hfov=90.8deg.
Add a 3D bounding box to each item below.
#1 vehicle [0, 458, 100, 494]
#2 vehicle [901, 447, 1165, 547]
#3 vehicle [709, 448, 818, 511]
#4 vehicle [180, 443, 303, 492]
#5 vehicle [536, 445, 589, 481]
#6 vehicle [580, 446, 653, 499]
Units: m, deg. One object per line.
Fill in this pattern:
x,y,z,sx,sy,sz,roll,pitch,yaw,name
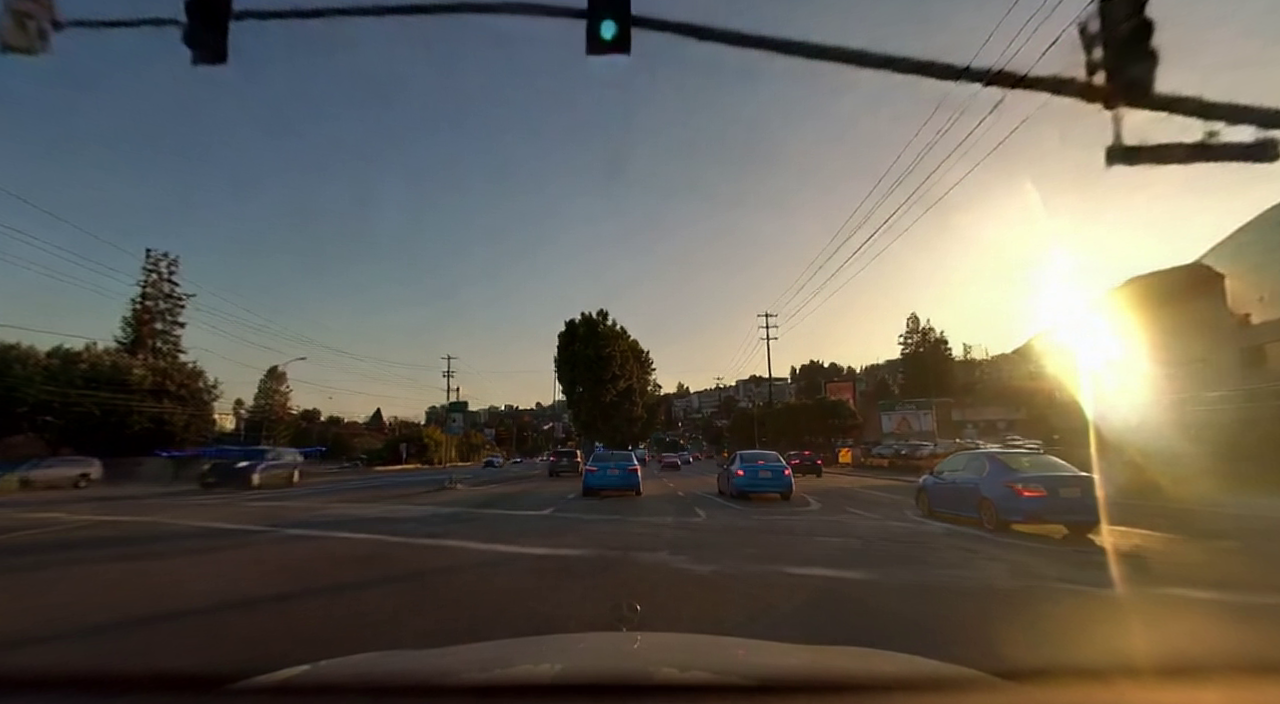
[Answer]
-27.946,5.737,29.585,1.859,1.482,3.717,-1,-8,4,vehicle
6.863,2.530,11.794,2.004,1.455,4.417,0,-8,-1,vehicle
3.261,3.447,17.711,2.053,1.490,4.464,0,-8,-1,vehicle
-16.336,4.714,26.261,2.064,1.827,4.647,0,-8,0,vehicle
-3.769,5.476,31.481,2.073,1.606,4.364,0,-8,1,vehicle
-0.689,3.759,20.132,2.065,1.464,4.216,0,-8,0,vehicle
